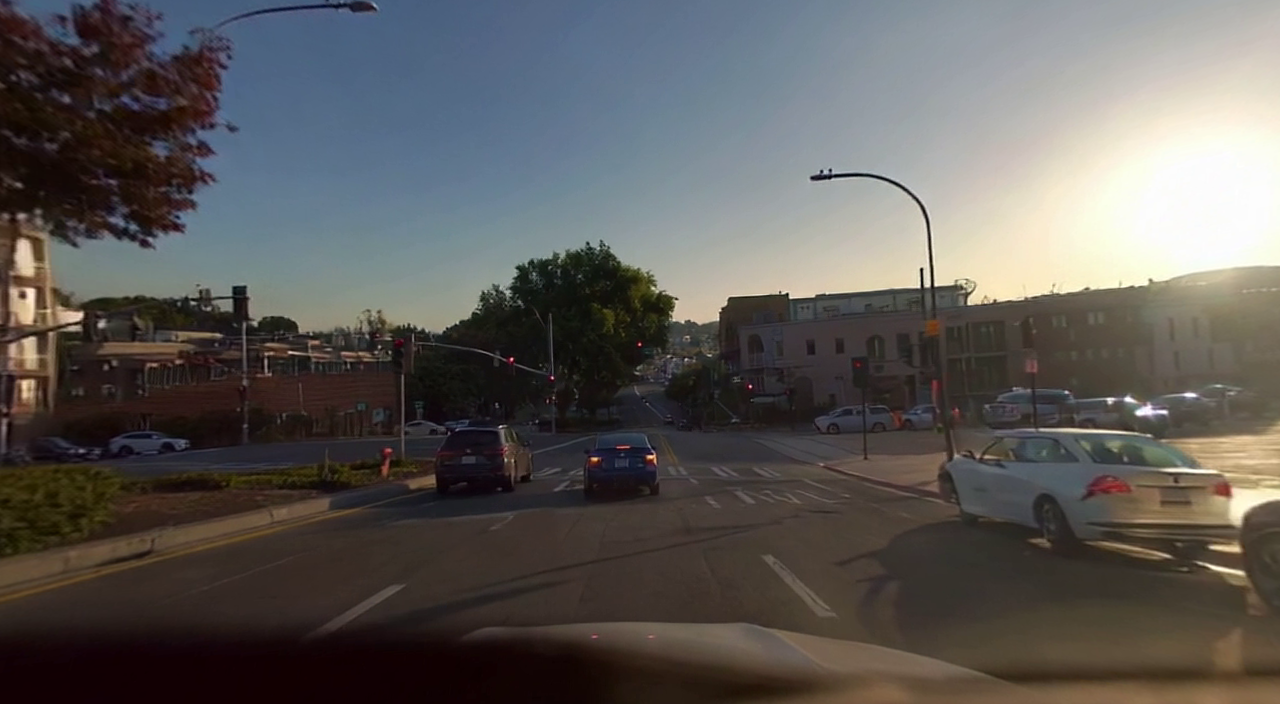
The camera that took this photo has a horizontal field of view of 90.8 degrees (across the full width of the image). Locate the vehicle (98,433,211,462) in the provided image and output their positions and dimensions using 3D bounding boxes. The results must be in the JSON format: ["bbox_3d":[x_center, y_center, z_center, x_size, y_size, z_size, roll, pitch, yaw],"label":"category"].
[{"bbox_3d":[-25.533,5.033,33.319,4.453,1.471,1.921,-1,-8,4],"label":"vehicle"}]

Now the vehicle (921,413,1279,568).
[{"bbox_3d":[6.237,1.882,9.381,1.904,1.705,4.510,0,-8,-2],"label":"vehicle"}]

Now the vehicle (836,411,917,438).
[{"bbox_3d":[15.259,4.698,40.781,4.775,1.604,1.915,3,-9,-20],"label":"vehicle"}]

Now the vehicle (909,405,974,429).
[{"bbox_3d":[21.442,4.652,44.817,5.017,1.542,2.055,6,-11,-38],"label":"vehicle"}]

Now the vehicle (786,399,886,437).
[{"bbox_3d":[13.853,4.714,44.661,6.541,2.480,2.259,3,-9,-19],"label":"vehicle"}]

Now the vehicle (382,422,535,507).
[{"bbox_3d":[-3.692,2.390,13.811,1.934,1.522,4.464,0,-8,1],"label":"vehicle"}]

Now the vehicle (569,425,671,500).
[{"bbox_3d":[-0.422,2.563,14.958,2.082,1.520,3.896,0,-8,0],"label":"vehicle"}]
